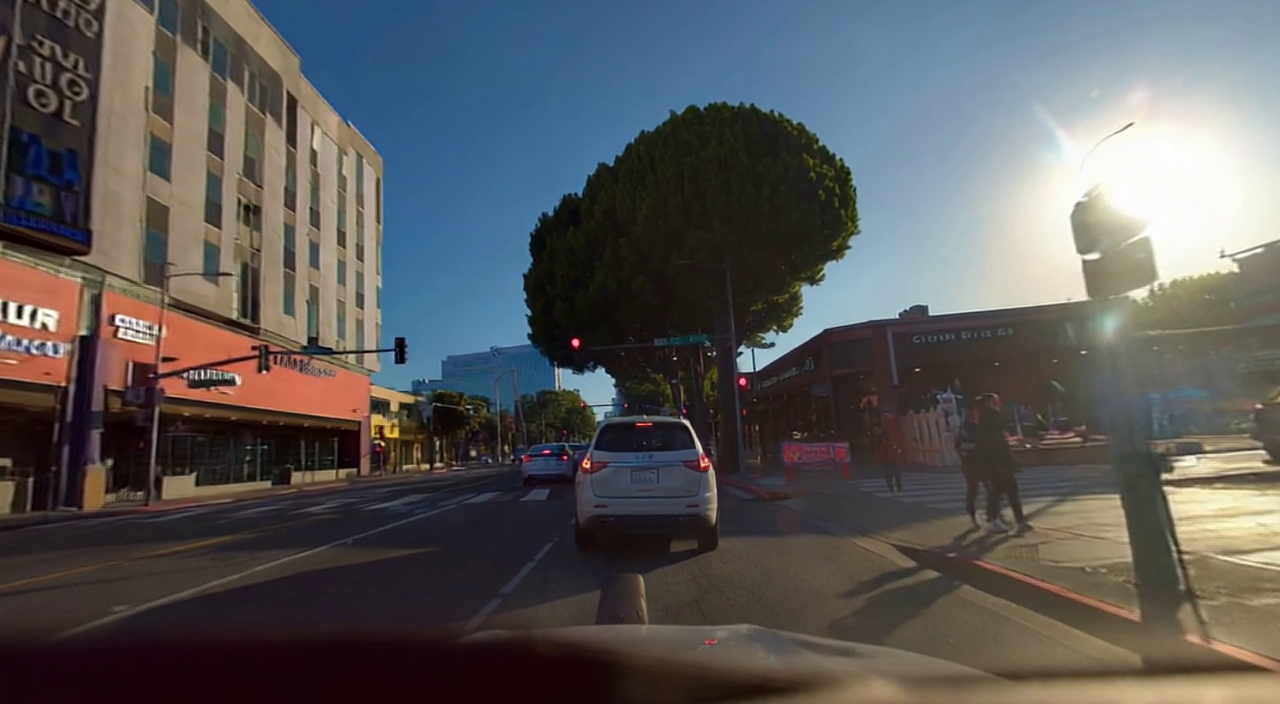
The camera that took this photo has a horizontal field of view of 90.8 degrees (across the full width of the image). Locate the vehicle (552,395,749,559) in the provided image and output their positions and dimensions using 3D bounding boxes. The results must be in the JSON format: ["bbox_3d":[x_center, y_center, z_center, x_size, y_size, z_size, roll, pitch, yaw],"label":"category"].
[{"bbox_3d":[0.066,1.849,10.077,2.352,1.953,4.796,0,-8,-1],"label":"vehicle"}]

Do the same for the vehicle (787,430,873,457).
[{"bbox_3d":[10.932,5.287,36.600,4.426,1.490,1.862,-1,-8,3],"label":"vehicle"}]

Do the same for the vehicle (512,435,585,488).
[{"bbox_3d":[-3.193,3.902,22.847,2.023,1.702,4.152,0,-8,0],"label":"vehicle"}]
